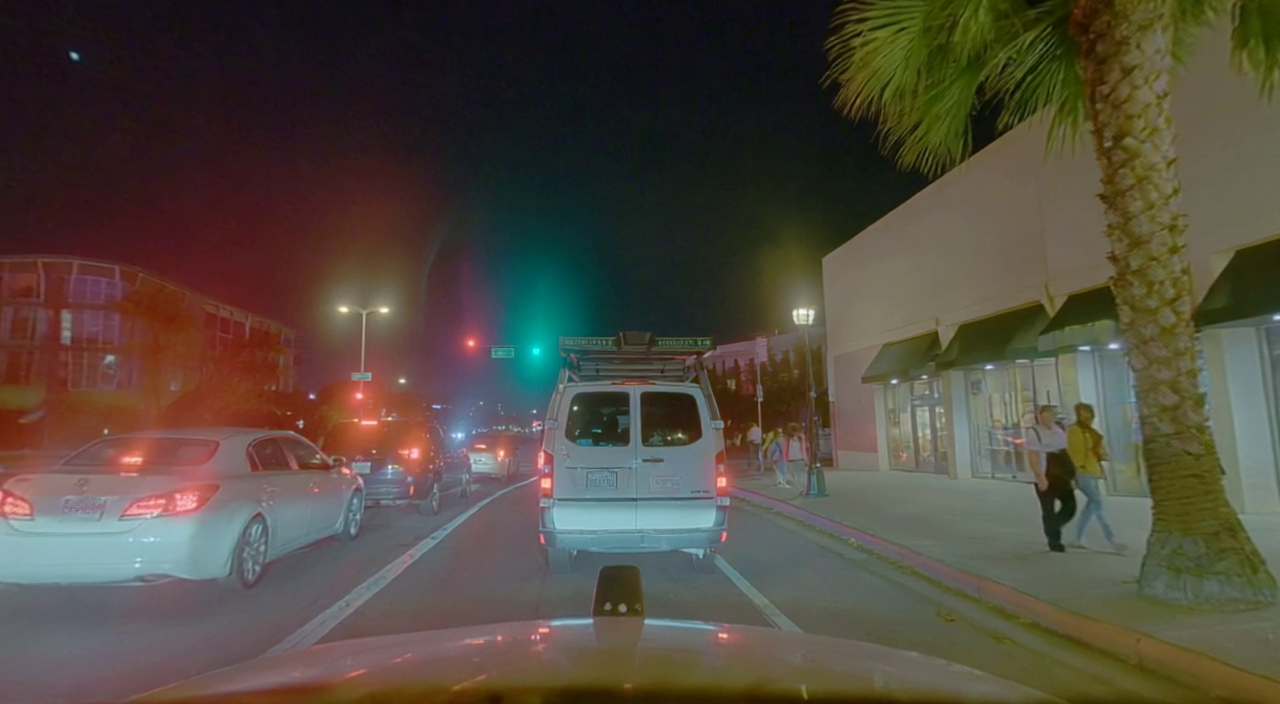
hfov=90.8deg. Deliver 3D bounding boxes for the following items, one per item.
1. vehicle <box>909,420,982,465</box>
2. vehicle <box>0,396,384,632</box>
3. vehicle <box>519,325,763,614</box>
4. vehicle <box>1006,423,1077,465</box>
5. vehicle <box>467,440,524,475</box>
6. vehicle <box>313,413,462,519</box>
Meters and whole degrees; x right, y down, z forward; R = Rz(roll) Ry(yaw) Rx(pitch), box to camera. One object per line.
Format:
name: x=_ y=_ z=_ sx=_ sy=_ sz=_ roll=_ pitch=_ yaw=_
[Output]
vehicle: x=12.646 y=3.760 z=26.040 sx=2.046 sy=1.675 sz=3.924 roll=-6 pitch=-10 yaw=33
vehicle: x=-4.402 y=1.464 z=6.664 sx=1.986 sy=1.643 sz=4.315 roll=1 pitch=-9 yaw=-6
vehicle: x=-0.201 y=1.222 z=7.174 sx=1.902 sy=2.238 sz=4.263 roll=1 pitch=-9 yaw=-6
vehicle: x=15.753 y=3.617 z=24.716 sx=2.048 sy=1.475 sz=3.972 roll=-6 pitch=-10 yaw=34
vehicle: x=-6.847 y=4.891 z=29.565 sx=1.818 sy=1.479 sz=4.428 roll=4 pitch=-9 yaw=-22
vehicle: x=-5.214 y=2.412 z=13.880 sx=2.089 sy=1.854 sz=5.022 roll=2 pitch=-9 yaw=-11
